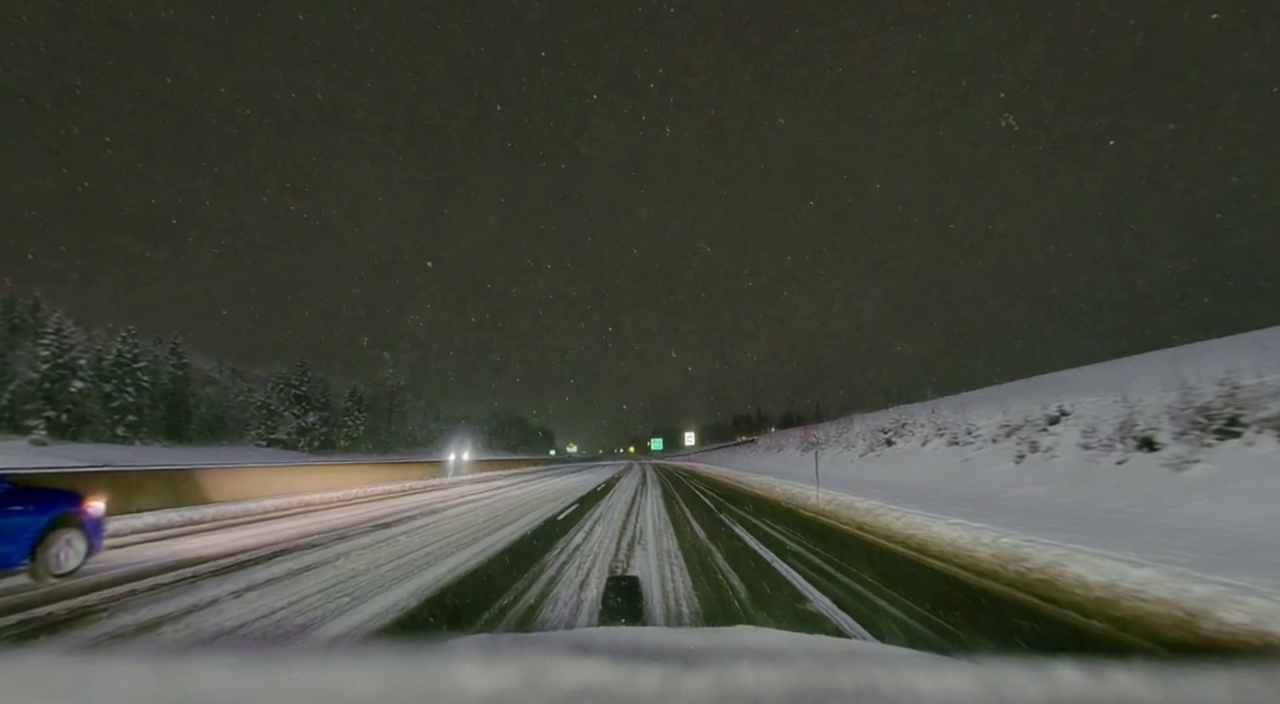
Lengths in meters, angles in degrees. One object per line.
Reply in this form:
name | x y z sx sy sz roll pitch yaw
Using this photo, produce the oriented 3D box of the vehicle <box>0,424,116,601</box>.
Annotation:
vehicle | -6.917 1.287 4.636 2.172 1.587 4.518 0 -9 1
